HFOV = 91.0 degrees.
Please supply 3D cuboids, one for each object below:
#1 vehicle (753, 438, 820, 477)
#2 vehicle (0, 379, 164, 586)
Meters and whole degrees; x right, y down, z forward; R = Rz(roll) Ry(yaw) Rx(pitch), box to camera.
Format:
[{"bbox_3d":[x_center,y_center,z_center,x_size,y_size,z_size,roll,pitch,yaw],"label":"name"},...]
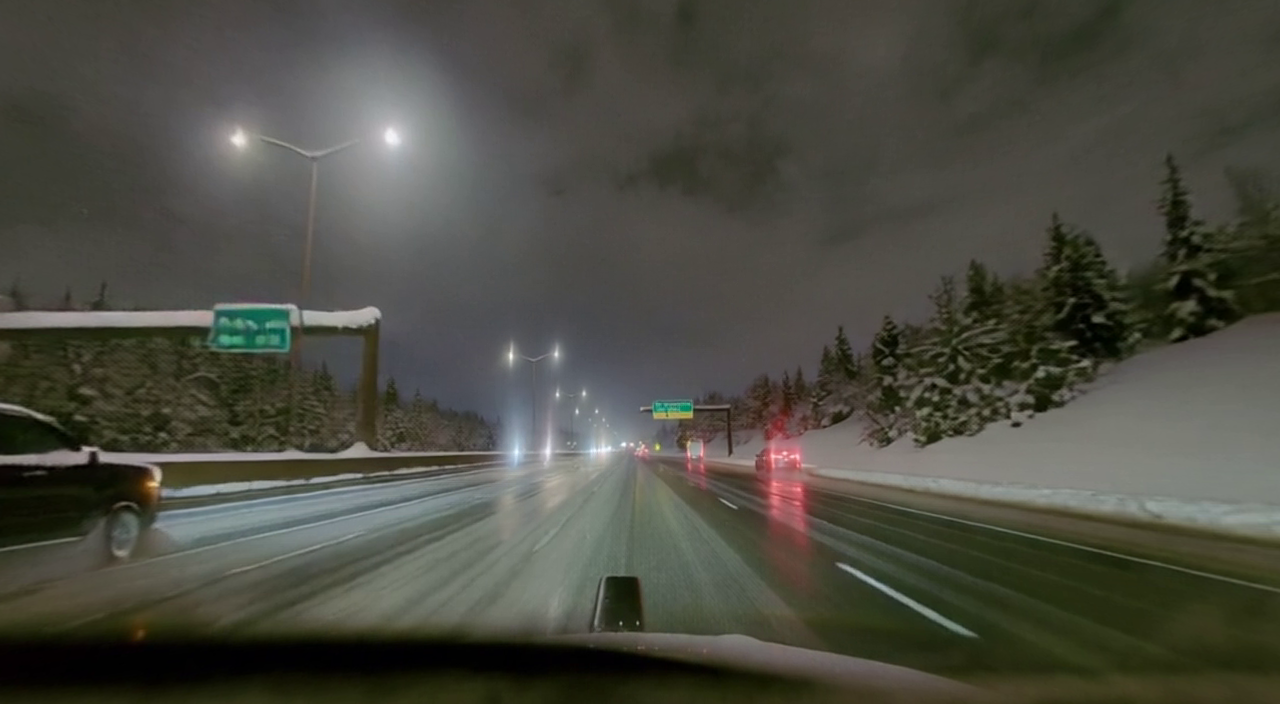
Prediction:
[{"bbox_3d":[7.169,5.200,31.298,2.167,1.781,4.340,0,-9,-1],"label":"vehicle"},{"bbox_3d":[-7.500,1.194,5.602,2.431,2.005,5.166,0,-9,0],"label":"vehicle"}]
